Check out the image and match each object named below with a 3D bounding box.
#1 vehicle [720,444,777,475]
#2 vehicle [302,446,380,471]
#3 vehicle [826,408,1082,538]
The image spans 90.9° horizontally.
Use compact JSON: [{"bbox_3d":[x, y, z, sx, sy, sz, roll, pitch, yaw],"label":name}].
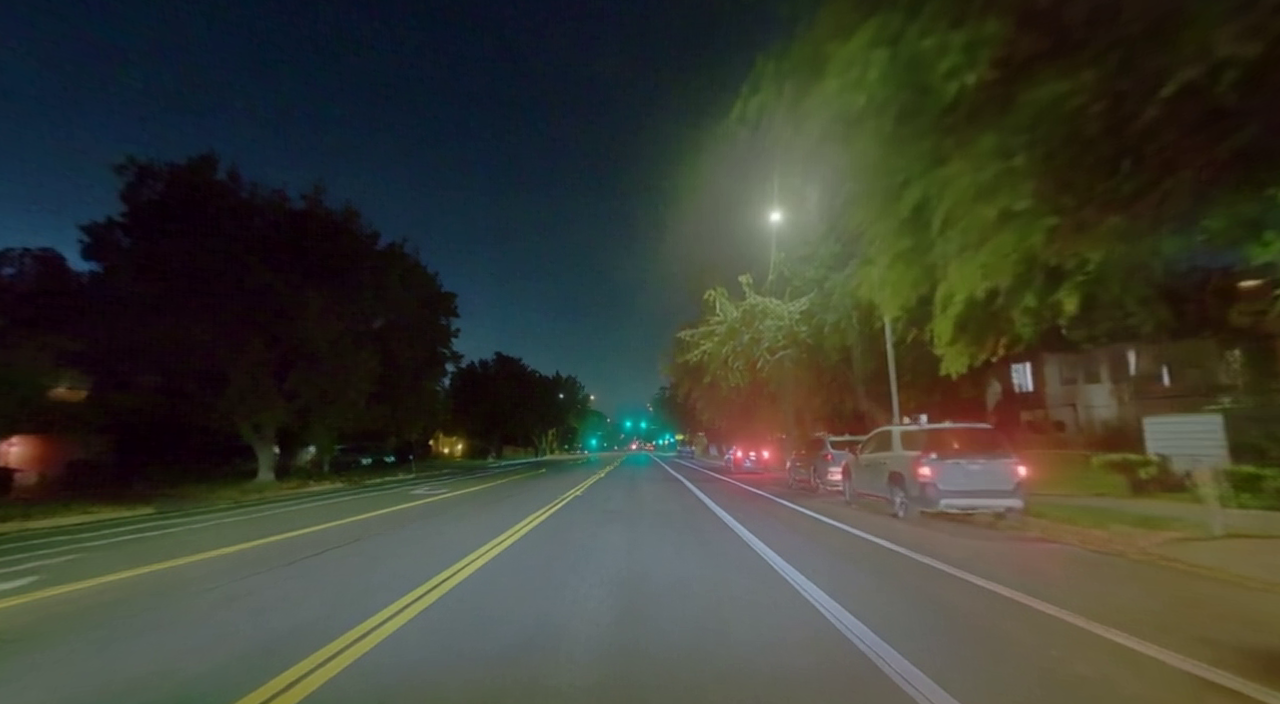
[{"bbox_3d":[5.464,5.461,32.318,1.935,1.453,4.488,0,-9,-2],"label":"vehicle"},{"bbox_3d":[-21.764,7.760,46.054,4.610,1.721,2.019,0,-9,-1],"label":"vehicle"},{"bbox_3d":[5.080,2.037,11.184,2.160,1.800,4.646,0,-9,1],"label":"vehicle"}]
